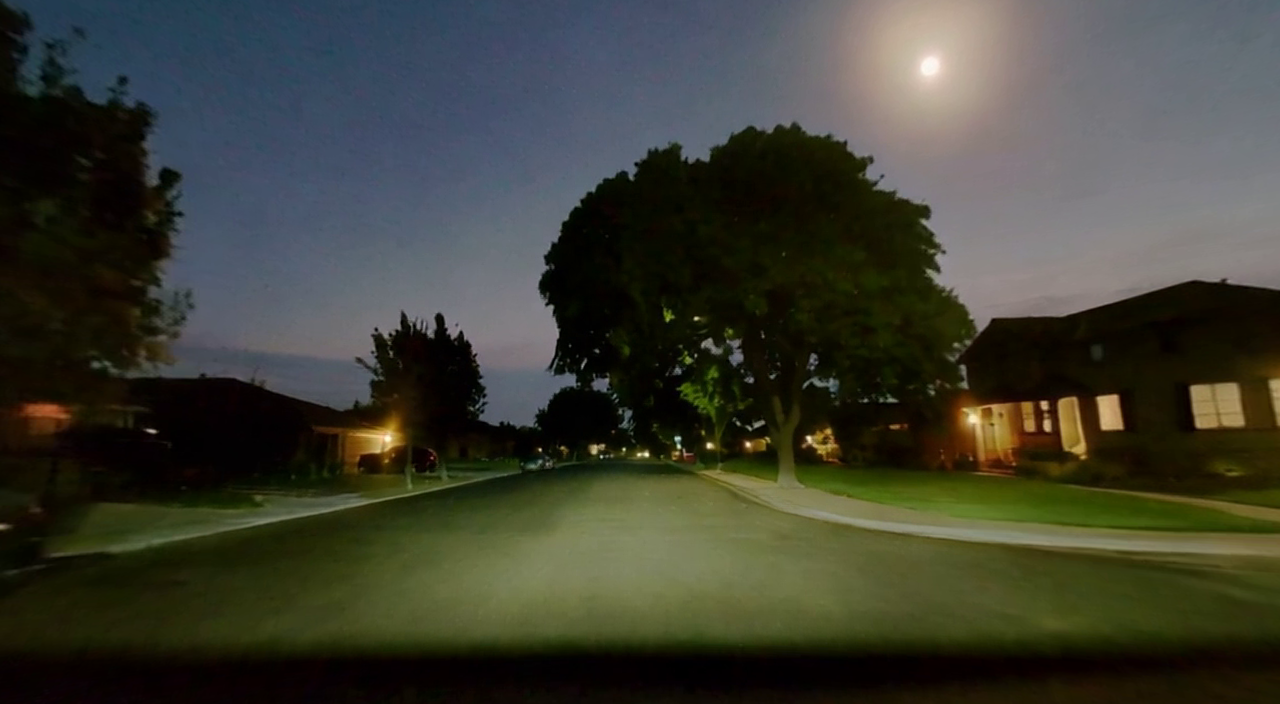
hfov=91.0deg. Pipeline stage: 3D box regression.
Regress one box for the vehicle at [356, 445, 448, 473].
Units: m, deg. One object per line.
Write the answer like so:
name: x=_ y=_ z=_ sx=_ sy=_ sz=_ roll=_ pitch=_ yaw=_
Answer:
vehicle: x=-14.438 y=6.506 z=38.340 sx=4.850 sy=1.676 sz=1.920 roll=0 pitch=-9 yaw=3
